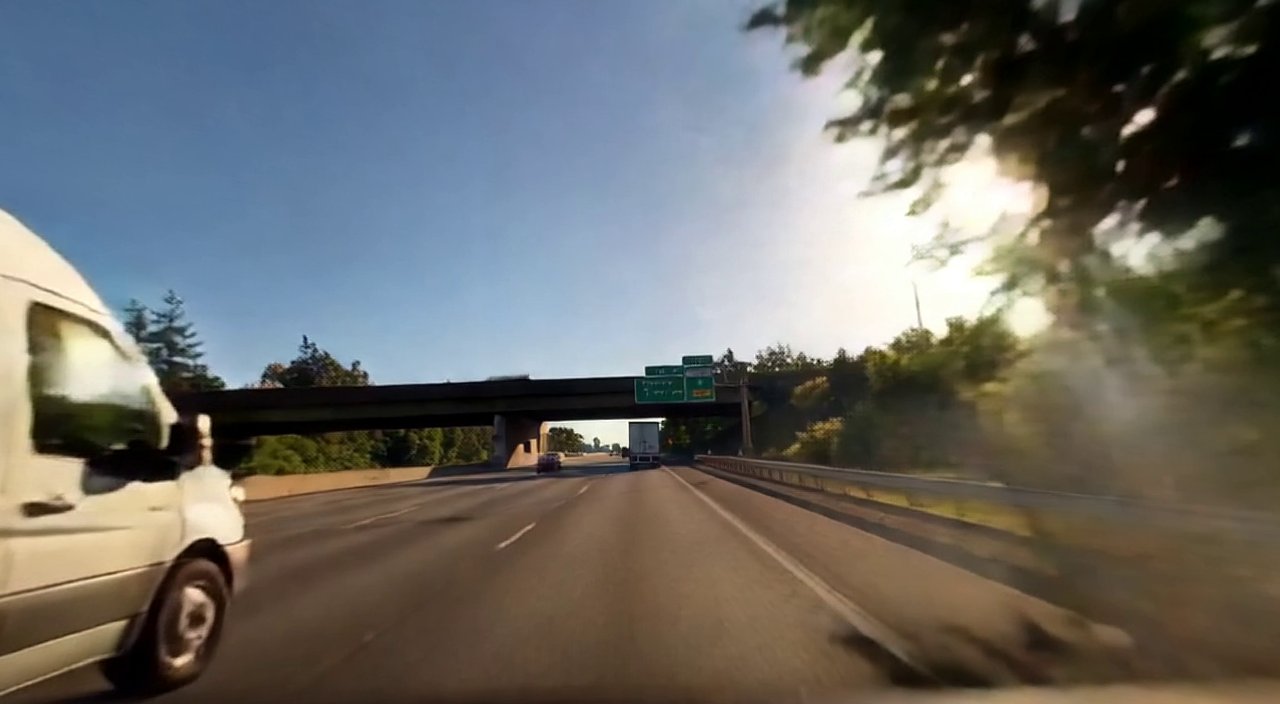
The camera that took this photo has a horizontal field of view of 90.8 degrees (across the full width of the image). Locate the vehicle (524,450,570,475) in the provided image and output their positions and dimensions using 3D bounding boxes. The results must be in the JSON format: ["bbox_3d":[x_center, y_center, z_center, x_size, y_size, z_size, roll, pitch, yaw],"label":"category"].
[{"bbox_3d":[-5.746,6.825,39.348,1.953,1.452,4.711,-1,-9,3],"label":"vehicle"}]

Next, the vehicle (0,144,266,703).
[{"bbox_3d":[-3.969,0.294,1.458,2.504,2.694,5.934,0,-9,0],"label":"vehicle"}]
